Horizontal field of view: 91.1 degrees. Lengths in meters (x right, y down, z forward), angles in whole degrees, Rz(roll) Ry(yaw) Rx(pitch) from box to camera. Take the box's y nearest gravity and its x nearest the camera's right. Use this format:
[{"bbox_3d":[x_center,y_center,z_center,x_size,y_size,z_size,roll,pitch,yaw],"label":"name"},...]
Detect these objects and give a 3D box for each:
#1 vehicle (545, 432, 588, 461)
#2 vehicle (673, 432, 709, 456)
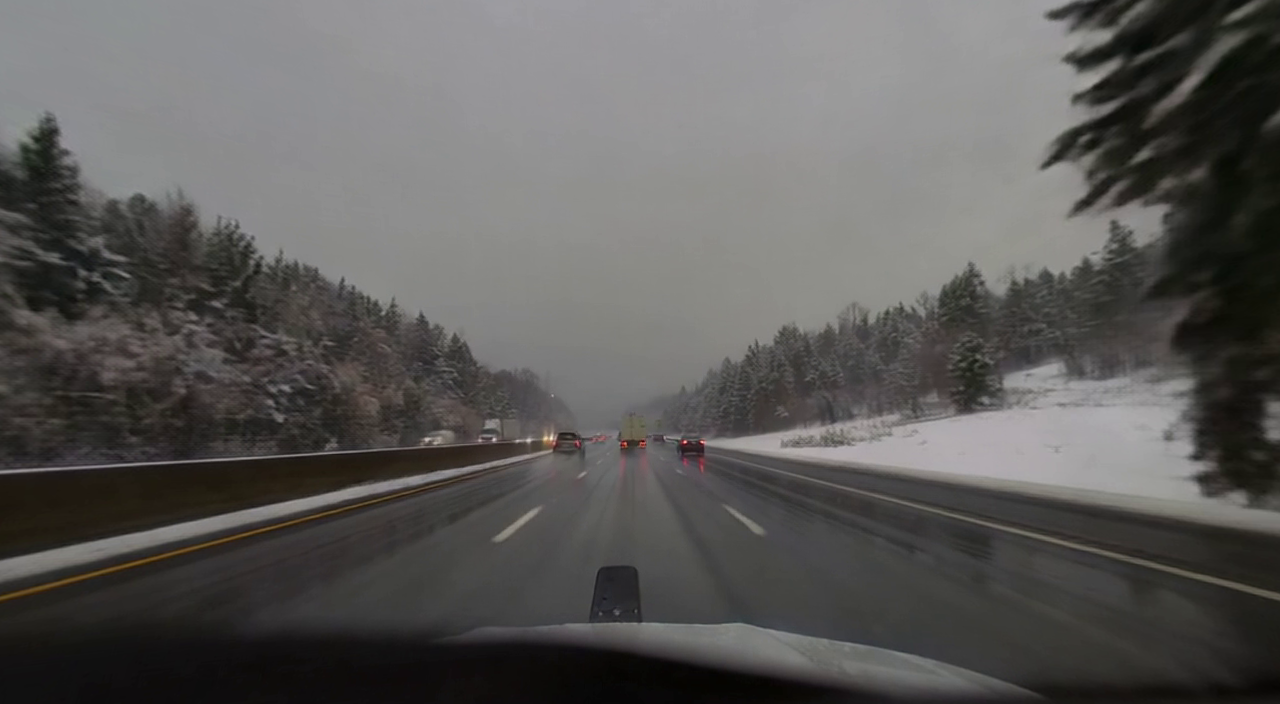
[{"bbox_3d":[-4.032,5.274,35.130,2.027,1.501,3.920,0,-8,-1],"label":"vehicle"},{"bbox_3d":[3.410,6.249,42.740,1.882,1.492,3.958,0,-8,-3],"label":"vehicle"}]
